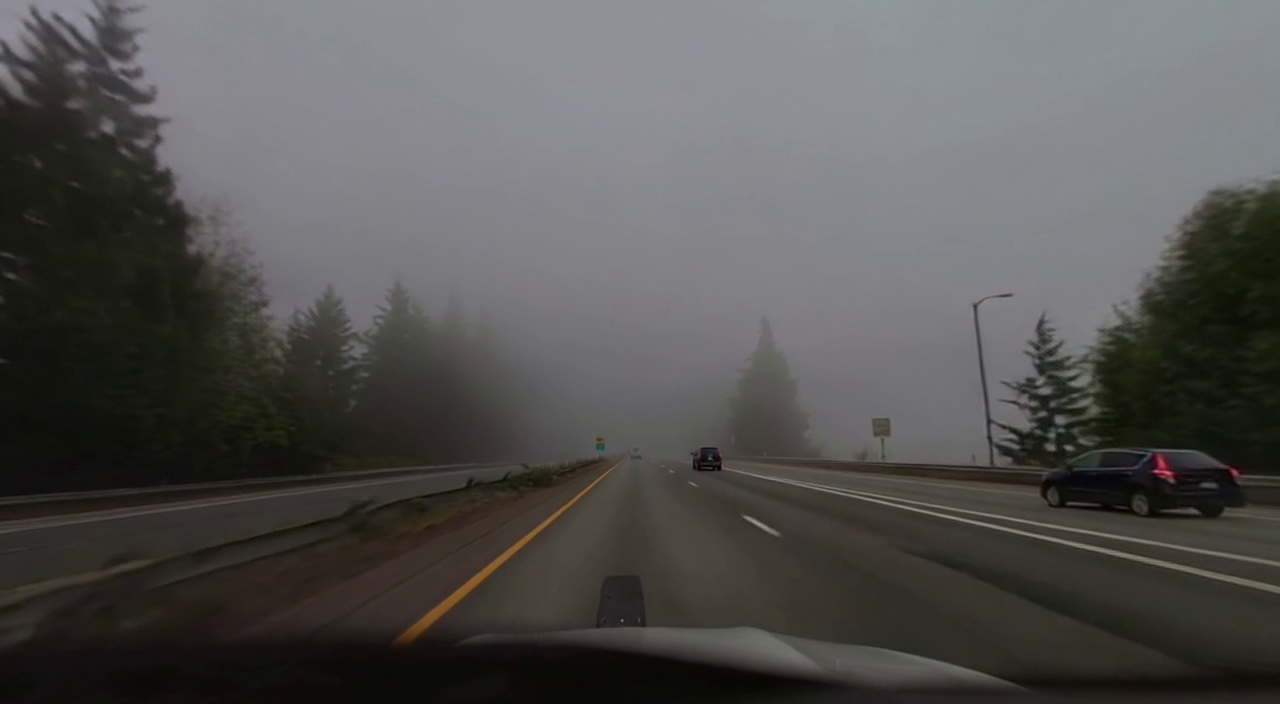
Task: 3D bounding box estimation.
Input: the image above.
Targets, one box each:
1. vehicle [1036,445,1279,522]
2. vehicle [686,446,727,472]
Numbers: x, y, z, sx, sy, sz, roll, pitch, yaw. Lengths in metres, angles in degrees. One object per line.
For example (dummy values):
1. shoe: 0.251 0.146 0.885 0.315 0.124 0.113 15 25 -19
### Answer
1. vehicle: 10.768 2.722 13.536 1.926 1.386 3.719 0 -9 -3
2. vehicle: 4.244 6.876 40.673 2.058 1.605 4.116 0 -9 -2
